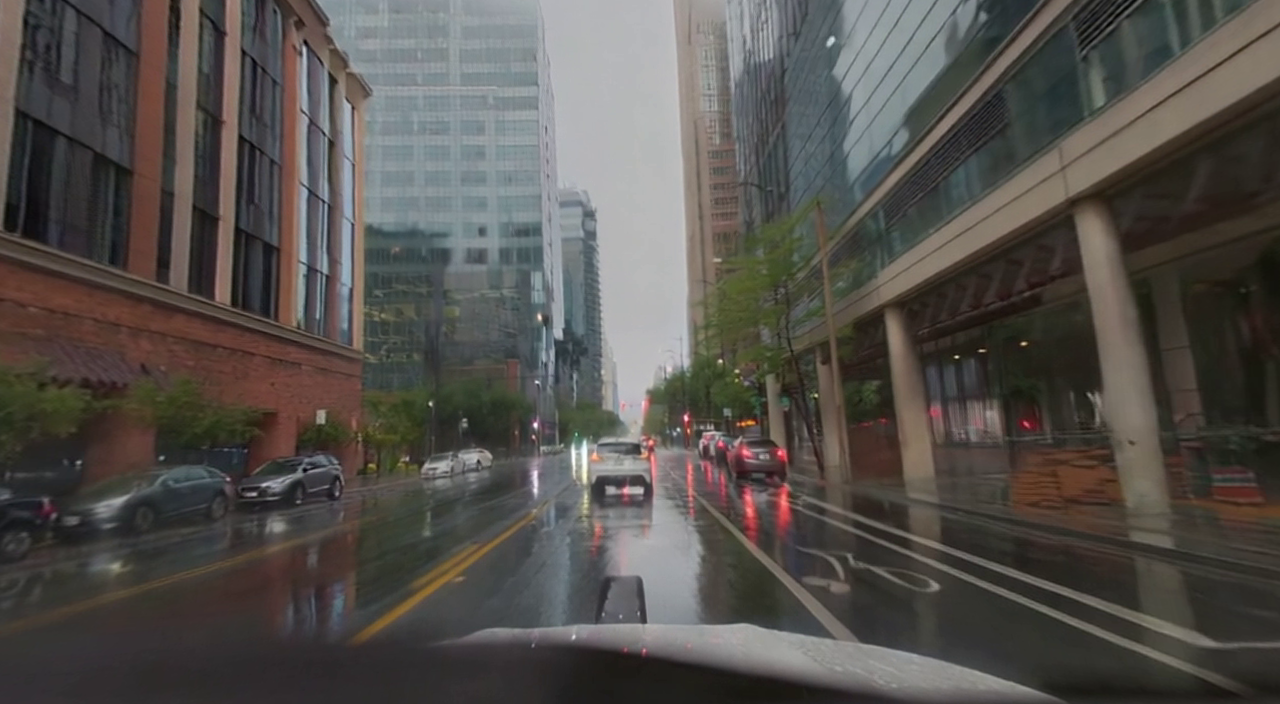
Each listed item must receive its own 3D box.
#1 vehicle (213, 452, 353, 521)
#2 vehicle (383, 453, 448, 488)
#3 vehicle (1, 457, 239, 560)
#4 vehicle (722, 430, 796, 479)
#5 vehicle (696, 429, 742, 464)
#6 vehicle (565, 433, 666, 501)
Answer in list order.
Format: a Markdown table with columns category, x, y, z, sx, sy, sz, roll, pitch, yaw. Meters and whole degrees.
| category | x | y | z | sx | sy | sz | roll | pitch | yaw |
| --- | --- | --- | --- | --- | --- | --- | --- | --- | --- |
| vehicle | -11.904 | 4.455 | 21.520 | 2.090 | 1.784 | 4.832 | -5 | -8 | -2 |
| vehicle | -12.144 | 6.398 | 34.466 | 1.968 | 1.469 | 4.523 | -4 | -7 | -1 |
| vehicle | -12.089 | 3.571 | 15.214 | 1.945 | 1.712 | 4.648 | -7 | -8 | -2 |
| vehicle | 4.508 | 3.957 | 24.653 | 1.924 | 1.645 | 4.528 | -2 | -8 | 0 |
| vehicle | 4.585 | 5.581 | 37.427 | 1.972 | 1.822 | 4.889 | -4 | -8 | -1 |
| vehicle | -0.583 | 2.883 | 16.271 | 2.269 | 1.479 | 3.980 | -1 | -8 | -1 |
